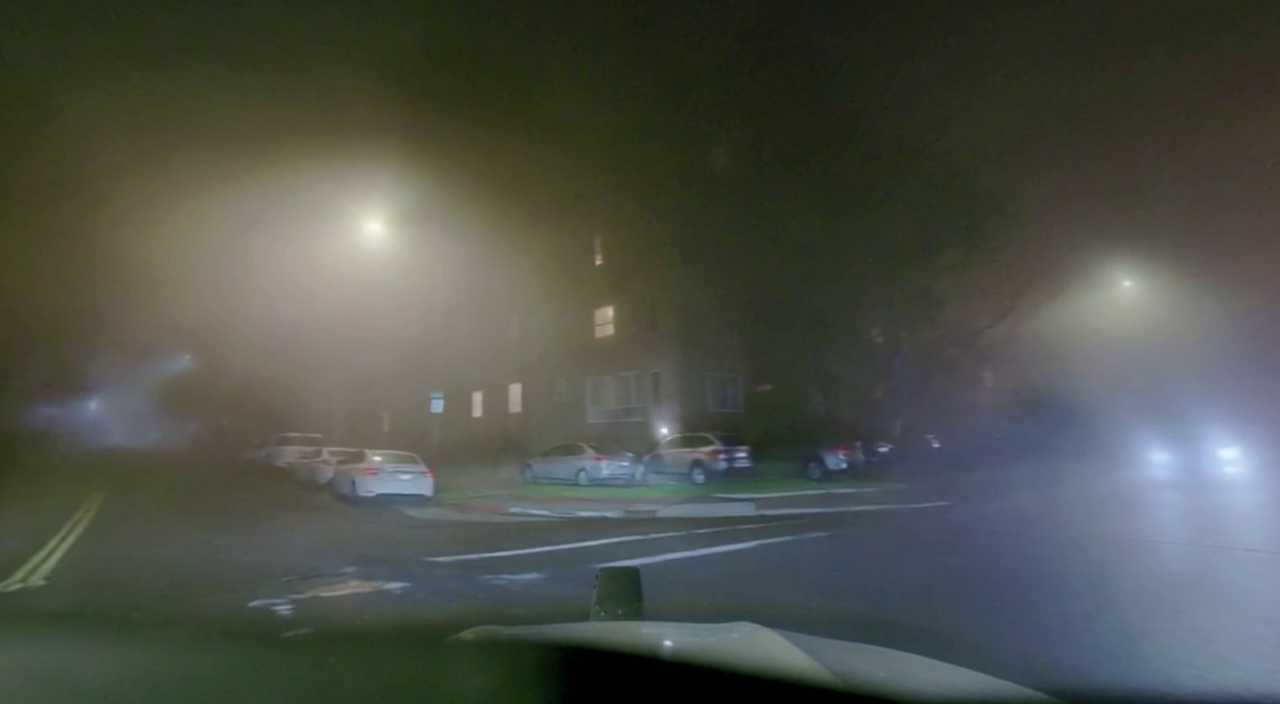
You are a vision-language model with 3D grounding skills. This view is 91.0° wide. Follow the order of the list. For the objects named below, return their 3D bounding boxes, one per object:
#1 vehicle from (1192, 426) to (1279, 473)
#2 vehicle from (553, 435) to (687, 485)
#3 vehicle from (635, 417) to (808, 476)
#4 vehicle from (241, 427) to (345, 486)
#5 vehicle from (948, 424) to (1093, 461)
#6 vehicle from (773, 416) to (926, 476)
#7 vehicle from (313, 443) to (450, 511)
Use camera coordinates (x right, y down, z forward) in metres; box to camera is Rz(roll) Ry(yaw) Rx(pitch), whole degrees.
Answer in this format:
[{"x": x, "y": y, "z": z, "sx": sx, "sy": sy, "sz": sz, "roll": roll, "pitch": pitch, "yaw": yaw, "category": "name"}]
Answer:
[{"x": 20.804, "y": 3.315, "z": 21.626, "sx": 4.076, "sy": 1.454, "sz": 2.009, "roll": 7, "pitch": -11, "yaw": -39, "category": "vehicle"}, {"x": -0.573, "y": 3.373, "z": 20.012, "sx": 3.821, "sy": 1.417, "sz": 2.061, "roll": 7, "pitch": -11, "yaw": -41, "category": "vehicle"}, {"x": 2.566, "y": 2.814, "z": 18.906, "sx": 5.312, "sy": 1.533, "sz": 2.104, "roll": 7, "pitch": -11, "yaw": -40, "category": "vehicle"}, {"x": -13.698, "y": 4.023, "z": 24.631, "sx": 2.365, "sy": 1.970, "sz": 6.011, "roll": 6, "pitch": -11, "yaw": -39, "category": "vehicle"}, {"x": 16.574, "y": 3.996, "z": 27.697, "sx": 1.802, "sy": 1.480, "sz": 5.079, "roll": 6, "pitch": -10, "yaw": -39, "category": "vehicle"}, {"x": 6.202, "y": 2.745, "z": 18.461, "sx": 4.413, "sy": 1.549, "sz": 1.918, "roll": 5, "pitch": -10, "yaw": -34, "category": "vehicle"}, {"x": -6.693, "y": 3.037, "z": 15.971, "sx": 1.977, "sy": 1.410, "sz": 4.744, "roll": 6, "pitch": -10, "yaw": -37, "category": "vehicle"}]
